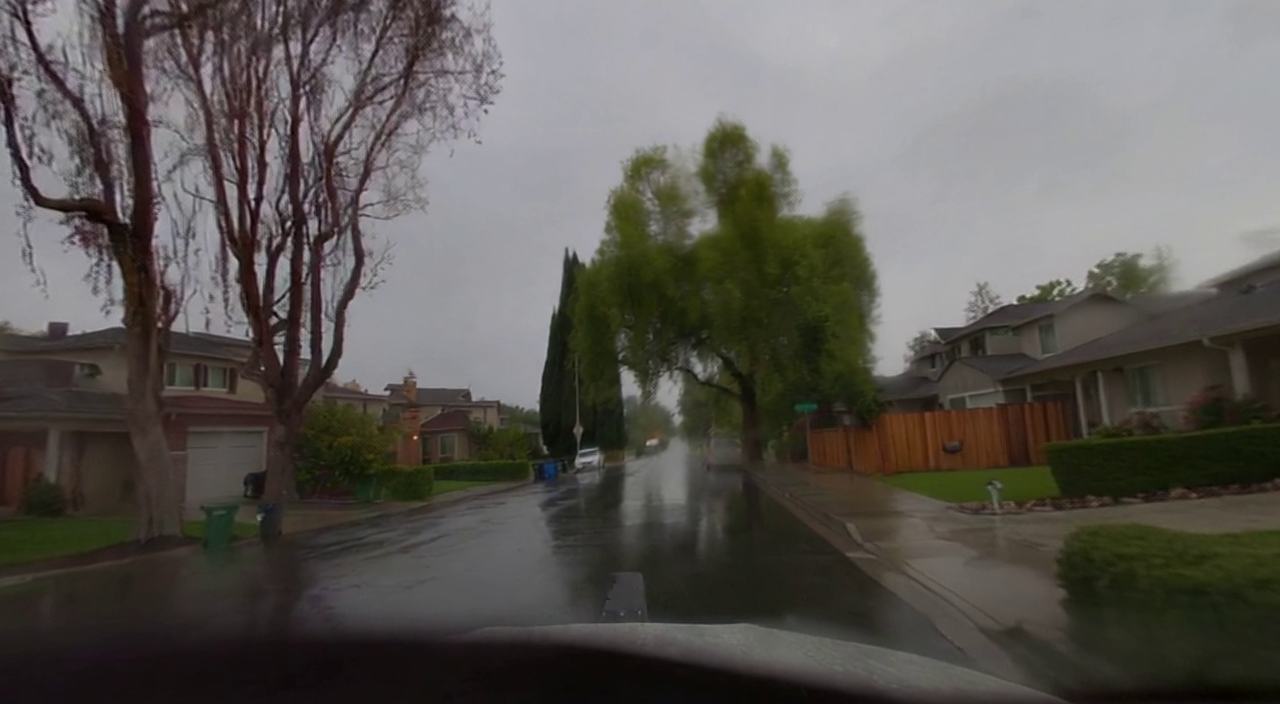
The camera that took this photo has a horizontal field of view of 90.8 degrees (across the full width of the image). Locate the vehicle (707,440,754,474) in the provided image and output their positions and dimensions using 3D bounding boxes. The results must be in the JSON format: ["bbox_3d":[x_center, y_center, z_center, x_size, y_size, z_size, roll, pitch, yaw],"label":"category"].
[{"bbox_3d":[4.330,5.102,30.887,2.005,1.553,3.984,0,-9,4],"label":"vehicle"}]

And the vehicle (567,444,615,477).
[{"bbox_3d":[-3.159,7.107,41.599,2.208,1.834,4.675,-5,-9,5],"label":"vehicle"}]

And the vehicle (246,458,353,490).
[{"bbox_3d":[-17.258,6.200,32.122,4.404,1.495,1.844,-1,-9,7],"label":"vehicle"}]
